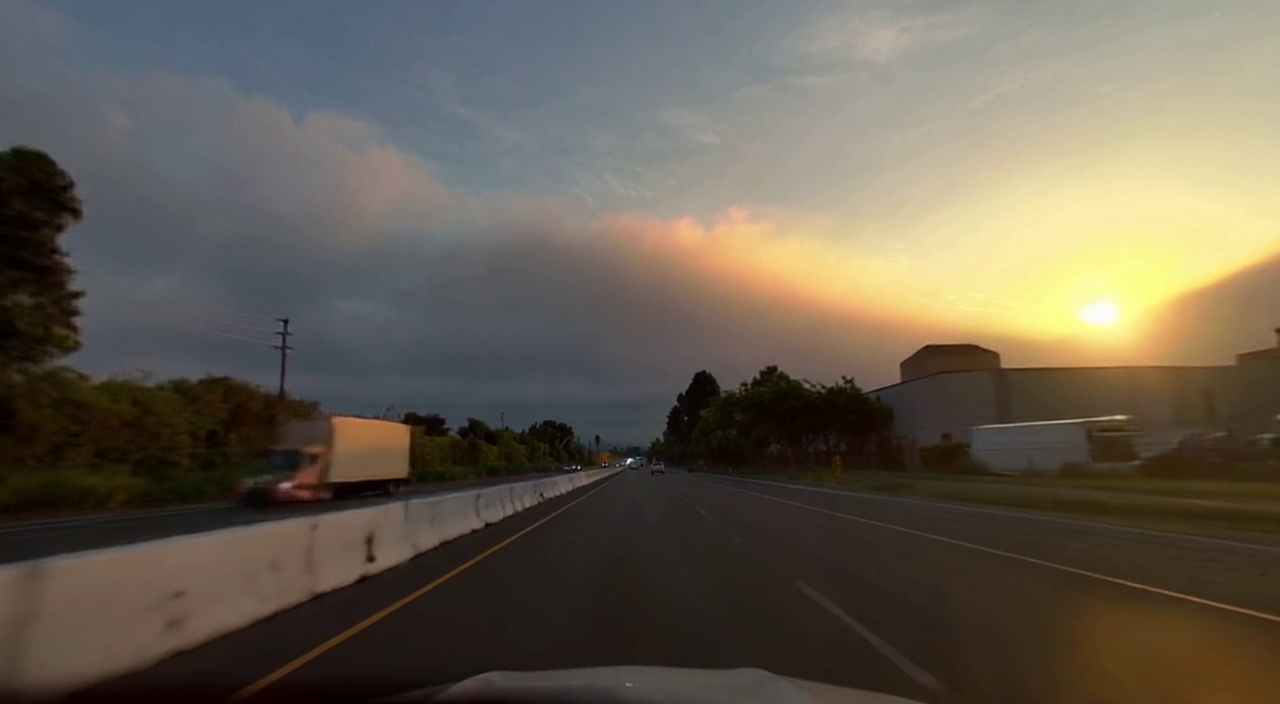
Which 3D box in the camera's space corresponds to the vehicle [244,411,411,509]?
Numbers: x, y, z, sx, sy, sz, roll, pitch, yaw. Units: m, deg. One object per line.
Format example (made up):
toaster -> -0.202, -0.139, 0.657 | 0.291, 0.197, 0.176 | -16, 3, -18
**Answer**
vehicle -> -13.499, 4.914, 28.451 | 2.924, 3.672, 8.913 | 1, -10, -1
